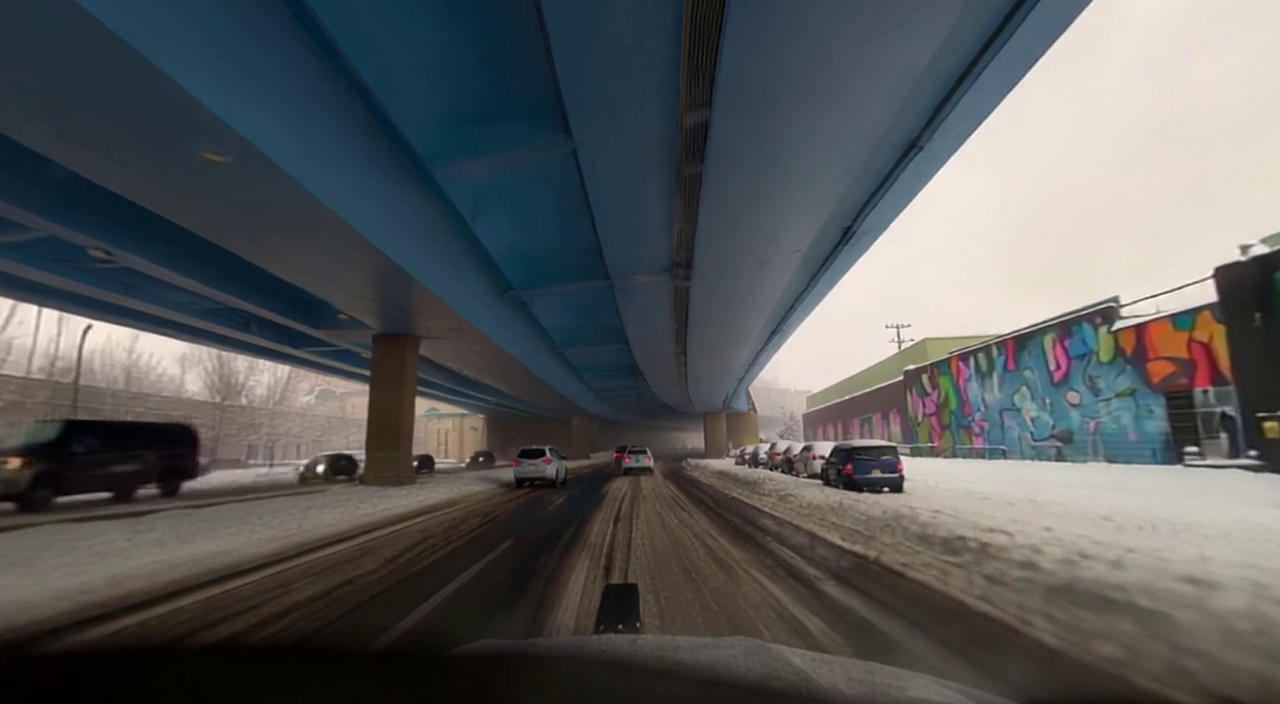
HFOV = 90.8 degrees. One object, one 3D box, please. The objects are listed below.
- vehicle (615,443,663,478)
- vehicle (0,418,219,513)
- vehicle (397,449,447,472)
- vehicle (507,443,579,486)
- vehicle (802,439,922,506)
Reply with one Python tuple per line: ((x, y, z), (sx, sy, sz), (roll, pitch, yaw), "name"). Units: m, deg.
((-0.013, 5.191, 30.412), (2.155, 1.571, 3.734), (0, -8, 0), "vehicle")
((-18.213, 3.694, 21.202), (3.082, 2.608, 6.994), (0, -8, 2), "vehicle")
((-16.590, 8.246, 48.317), (2.056, 1.643, 4.362), (-1, -8, 4), "vehicle")
((-3.704, 4.389, 25.045), (2.024, 1.533, 4.549), (0, -8, 2), "vehicle")
((6.011, 3.295, 17.683), (2.023, 1.627, 3.971), (0, -9, 2), "vehicle")
